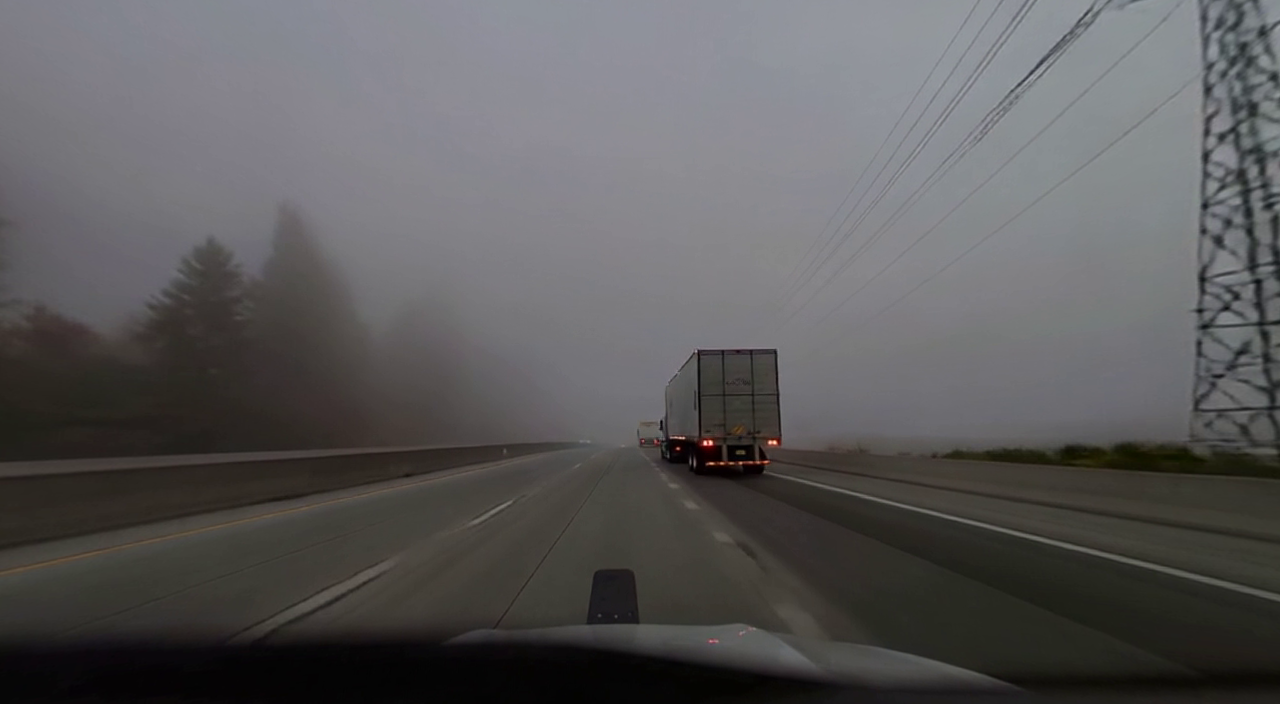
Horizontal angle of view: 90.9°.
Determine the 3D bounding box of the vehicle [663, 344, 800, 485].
[{"bbox_3d":[2.904,2.741,25.306,2.905,4.080,14.157,0,-8,-2],"label":"vehicle"}]
